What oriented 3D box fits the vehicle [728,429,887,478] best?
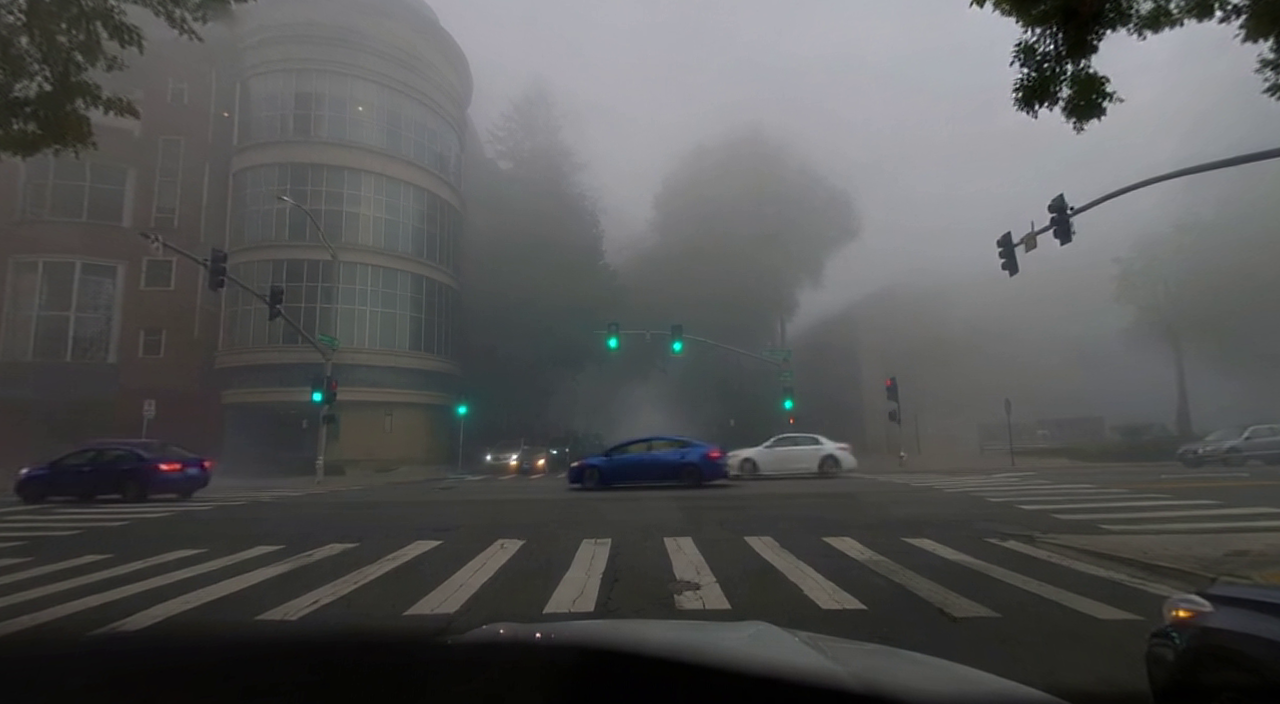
[{"bbox_3d":[5.349,3.305,20.538,4.623,1.477,1.884,0,-8,0],"label":"vehicle"}]

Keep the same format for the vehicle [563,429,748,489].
[{"bbox_3d":[0.393,2.871,17.014,4.723,1.484,1.883,0,-8,0],"label":"vehicle"}]

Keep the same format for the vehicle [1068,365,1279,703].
[{"bbox_3d":[2.886,0.679,0.833,1.947,1.576,3.825,0,-8,1],"label":"vehicle"}]

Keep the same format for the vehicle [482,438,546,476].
[{"bbox_3d":[-5.960,5.027,30.268,2.115,1.690,4.322,0,-8,1],"label":"vehicle"}]

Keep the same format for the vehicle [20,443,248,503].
[{"bbox_3d":[-13.399,3.194,16.844,4.464,1.472,1.867,0,-8,0],"label":"vehicle"}]
